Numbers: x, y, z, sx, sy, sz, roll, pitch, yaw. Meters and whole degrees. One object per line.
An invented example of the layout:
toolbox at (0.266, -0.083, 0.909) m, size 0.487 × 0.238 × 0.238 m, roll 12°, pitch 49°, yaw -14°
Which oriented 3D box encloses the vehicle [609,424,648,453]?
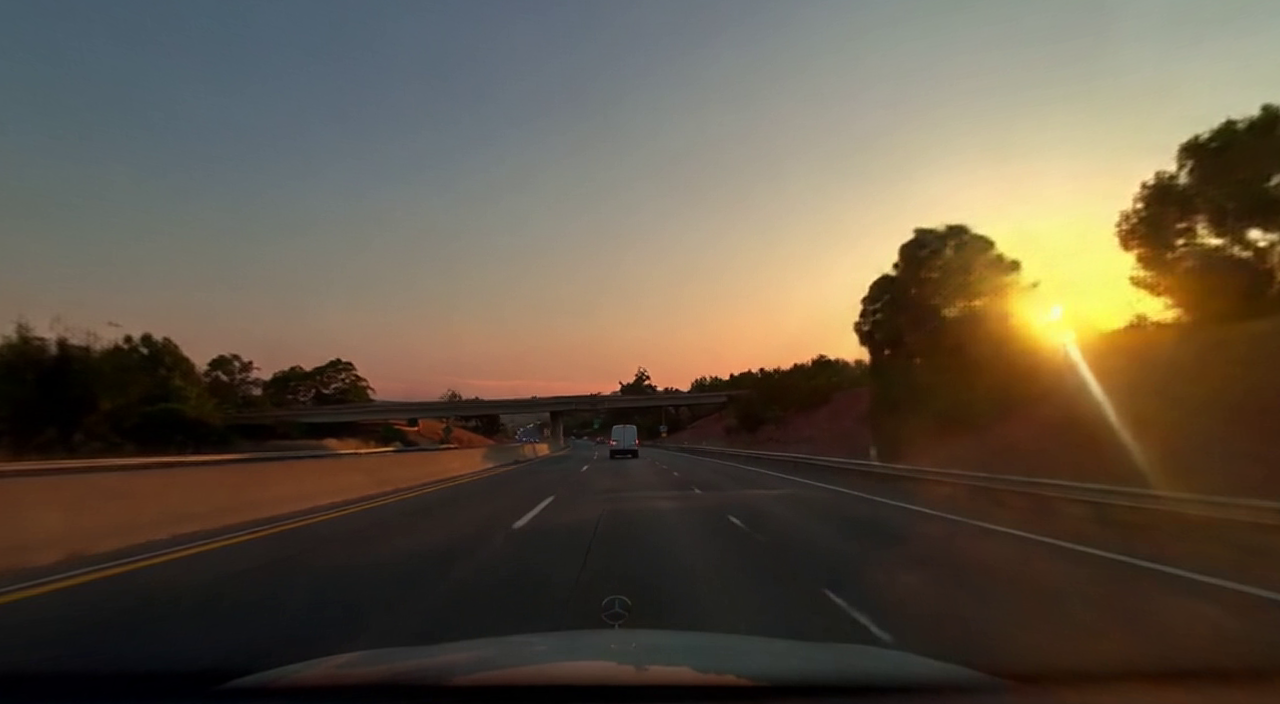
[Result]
vehicle at (-0.789, 5.311, 38.777) m, size 2.157 × 1.647 × 4.524 m, roll 0°, pitch -8°, yaw -4°
